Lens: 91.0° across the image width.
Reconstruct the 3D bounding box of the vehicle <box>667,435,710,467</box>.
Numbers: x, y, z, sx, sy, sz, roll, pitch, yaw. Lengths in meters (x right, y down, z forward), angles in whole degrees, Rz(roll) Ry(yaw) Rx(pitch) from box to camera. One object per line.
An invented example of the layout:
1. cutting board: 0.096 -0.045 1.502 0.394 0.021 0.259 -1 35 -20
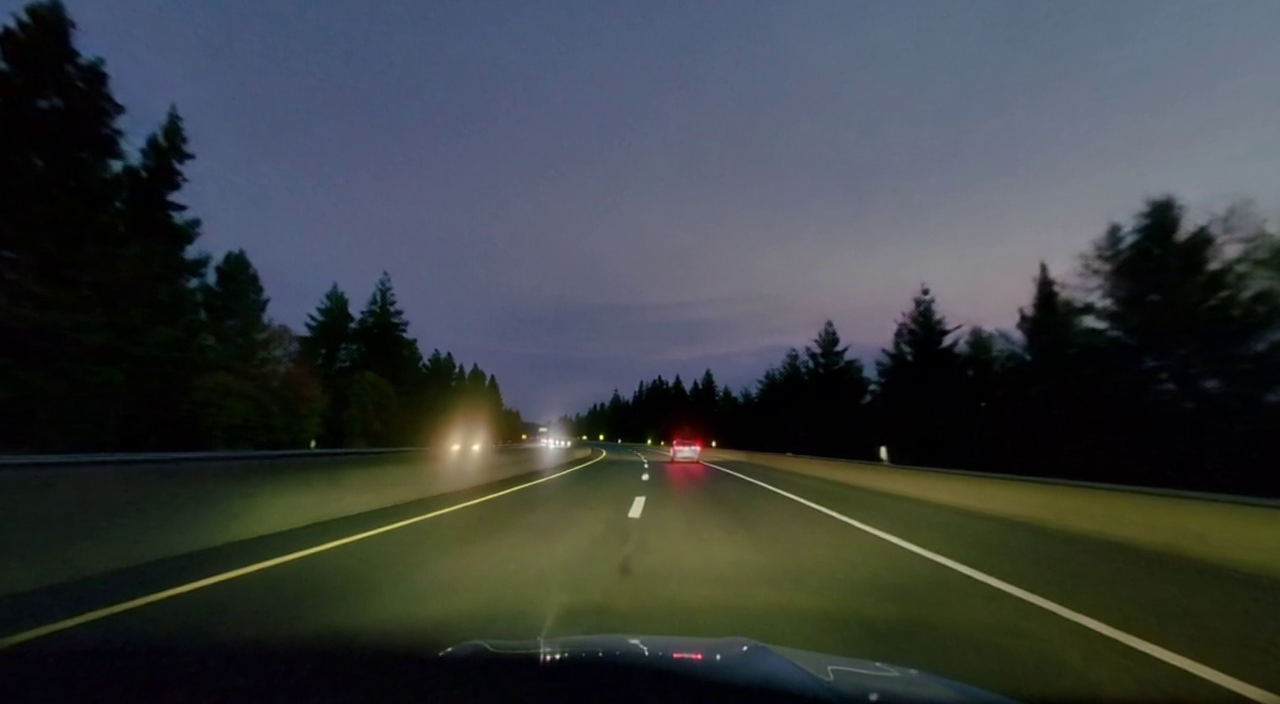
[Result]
1. vehicle: 2.690 5.599 35.751 2.079 1.729 4.380 0 -8 0
